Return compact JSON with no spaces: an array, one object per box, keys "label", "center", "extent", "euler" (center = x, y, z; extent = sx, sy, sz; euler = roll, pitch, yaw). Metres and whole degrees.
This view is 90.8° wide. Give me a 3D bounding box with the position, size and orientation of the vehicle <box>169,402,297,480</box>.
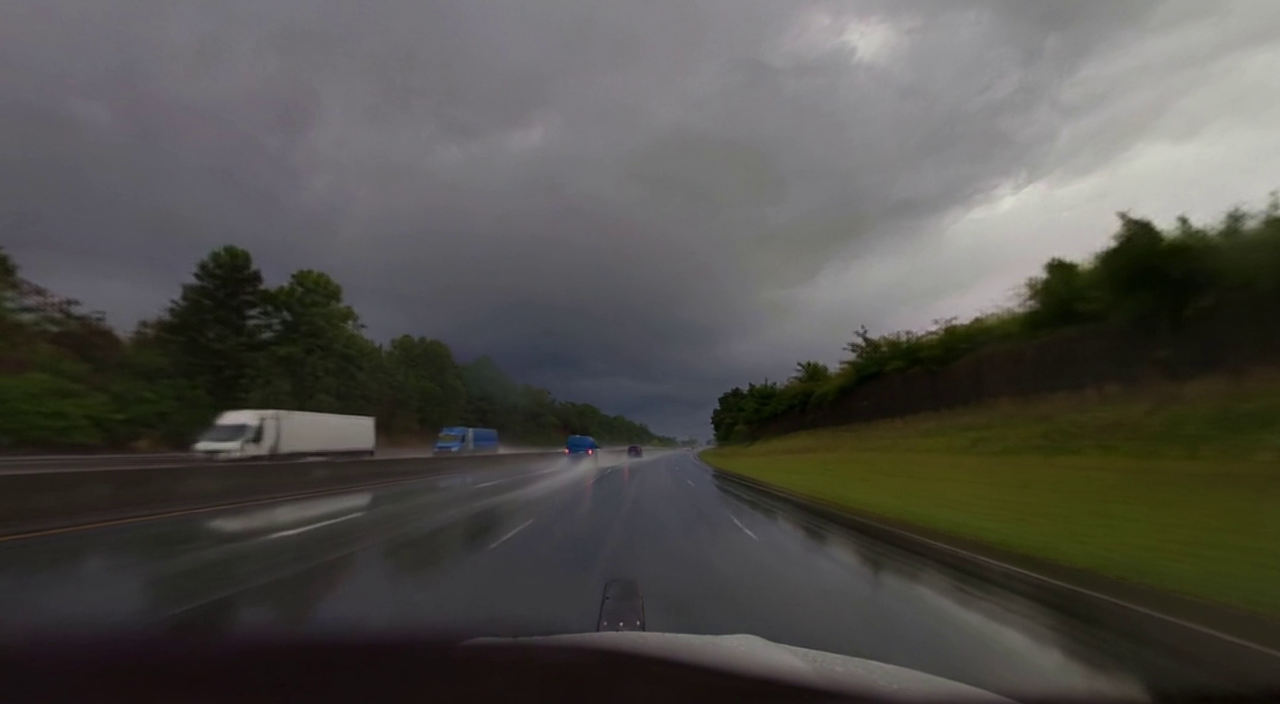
[{"label":"vehicle","center":[-22.712,5.071,35.707],"extent":[2.978,3.973,5.910],"euler":[-1,-9,2]}]
